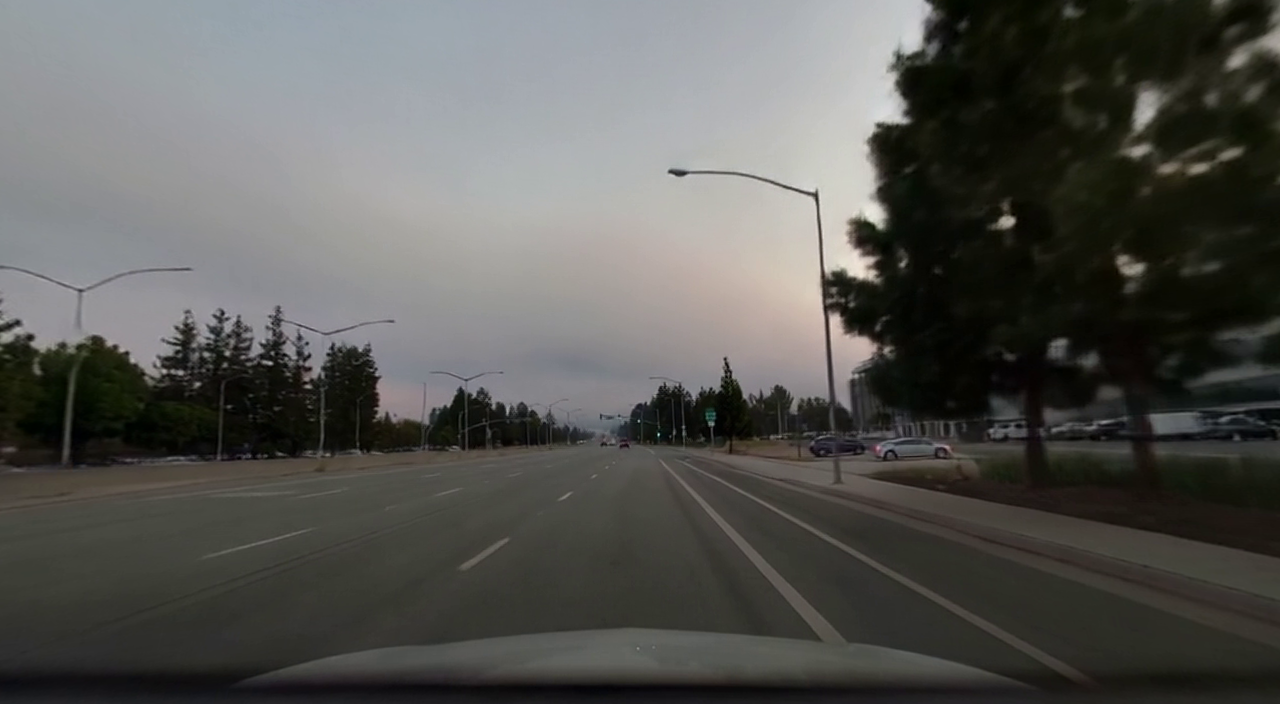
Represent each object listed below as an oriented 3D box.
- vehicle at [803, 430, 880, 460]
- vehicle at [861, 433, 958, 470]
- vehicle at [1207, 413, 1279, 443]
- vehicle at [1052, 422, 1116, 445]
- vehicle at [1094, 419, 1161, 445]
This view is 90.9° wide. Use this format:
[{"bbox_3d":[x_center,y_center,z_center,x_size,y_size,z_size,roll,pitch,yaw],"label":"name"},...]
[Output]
[{"bbox_3d":[14.303,6.629,44.998,4.702,1.853,2.069,-4,-8,2],"label":"vehicle"},{"bbox_3d":[14.763,5.445,34.671,4.388,1.446,1.808,-6,-7,1],"label":"vehicle"},{"bbox_3d":[37.992,4.834,39.557,4.699,1.764,2.200,5,-10,-32],"label":"vehicle"},{"bbox_3d":[33.541,6.188,47.582,4.287,1.622,2.088,4,-9,-28],"label":"vehicle"},{"bbox_3d":[34.836,5.730,45.051,4.388,1.793,1.961,4,-9,-27],"label":"vehicle"}]
